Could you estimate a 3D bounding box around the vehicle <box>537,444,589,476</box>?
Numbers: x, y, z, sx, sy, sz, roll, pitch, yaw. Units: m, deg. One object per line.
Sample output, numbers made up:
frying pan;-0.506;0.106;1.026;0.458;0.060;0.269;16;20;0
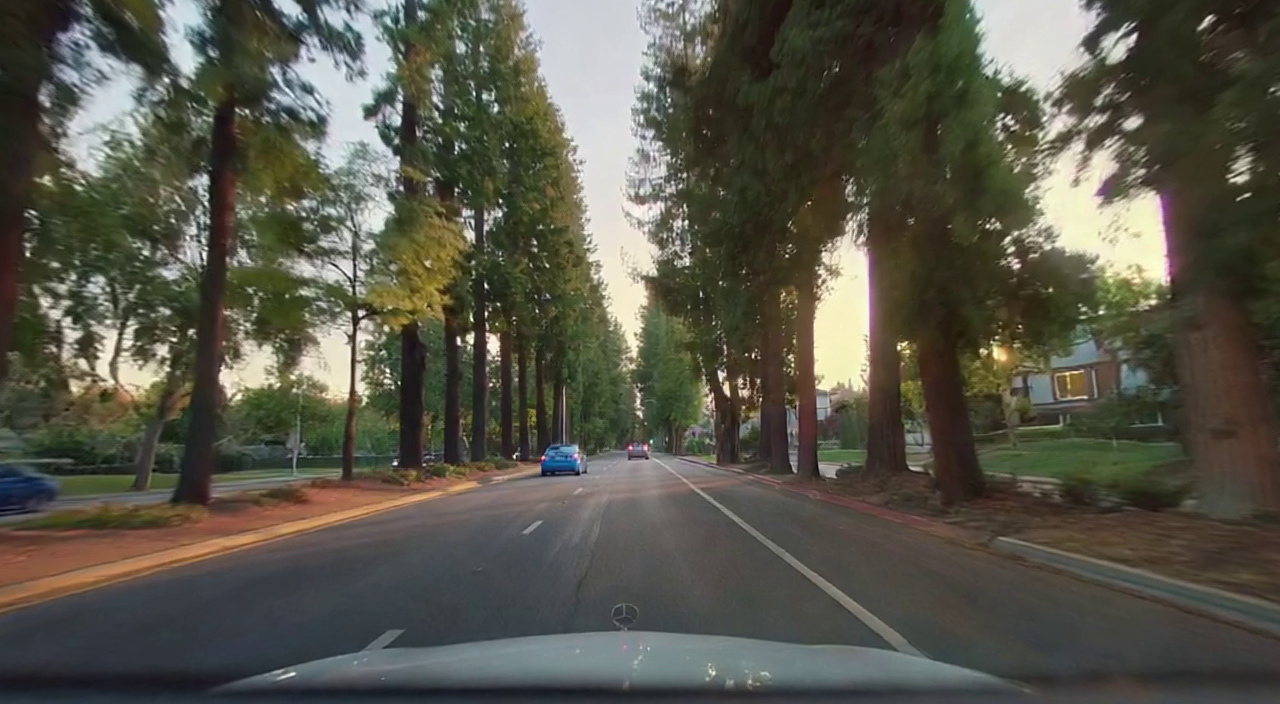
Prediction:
vehicle;-3.627;5.166;30.508;1.917;1.448;4.178;0;-8;1
